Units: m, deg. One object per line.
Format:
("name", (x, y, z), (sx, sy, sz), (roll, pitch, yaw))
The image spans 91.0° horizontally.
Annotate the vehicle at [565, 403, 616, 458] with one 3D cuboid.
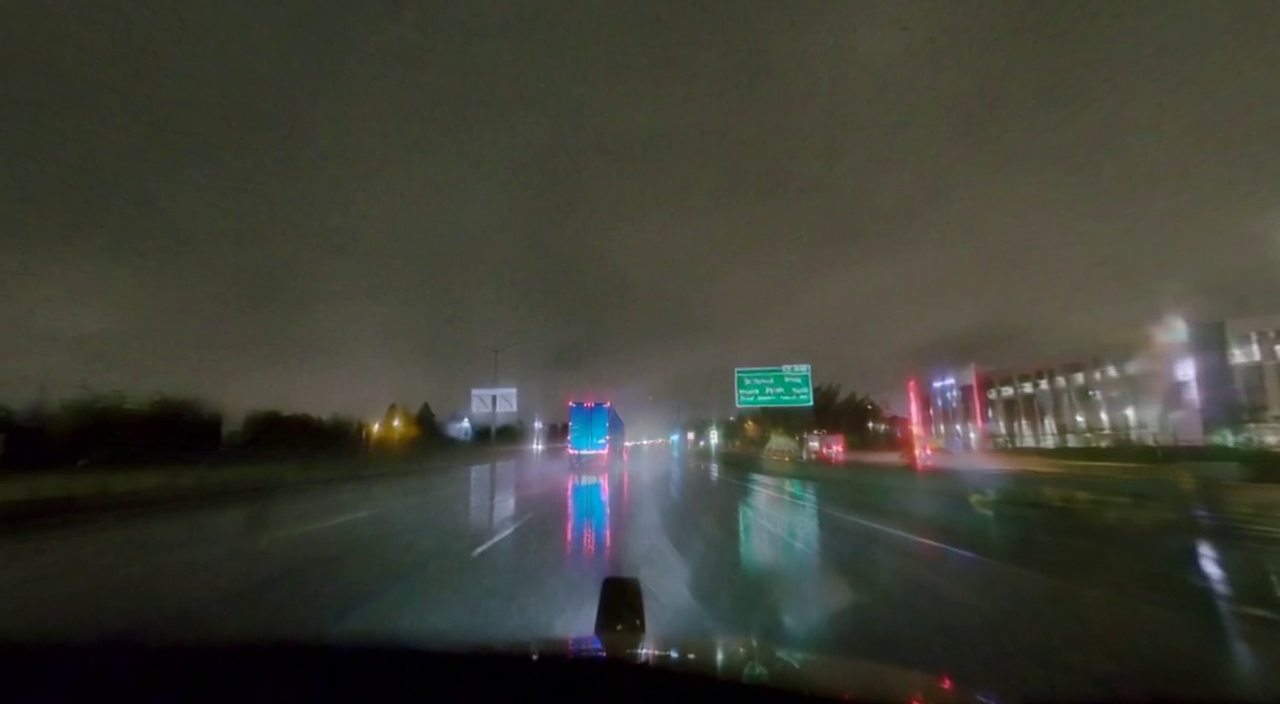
("vehicle", (-3.687, 6.355, 49.711), (3.059, 3.867, 10.343), (0, -9, 1))
